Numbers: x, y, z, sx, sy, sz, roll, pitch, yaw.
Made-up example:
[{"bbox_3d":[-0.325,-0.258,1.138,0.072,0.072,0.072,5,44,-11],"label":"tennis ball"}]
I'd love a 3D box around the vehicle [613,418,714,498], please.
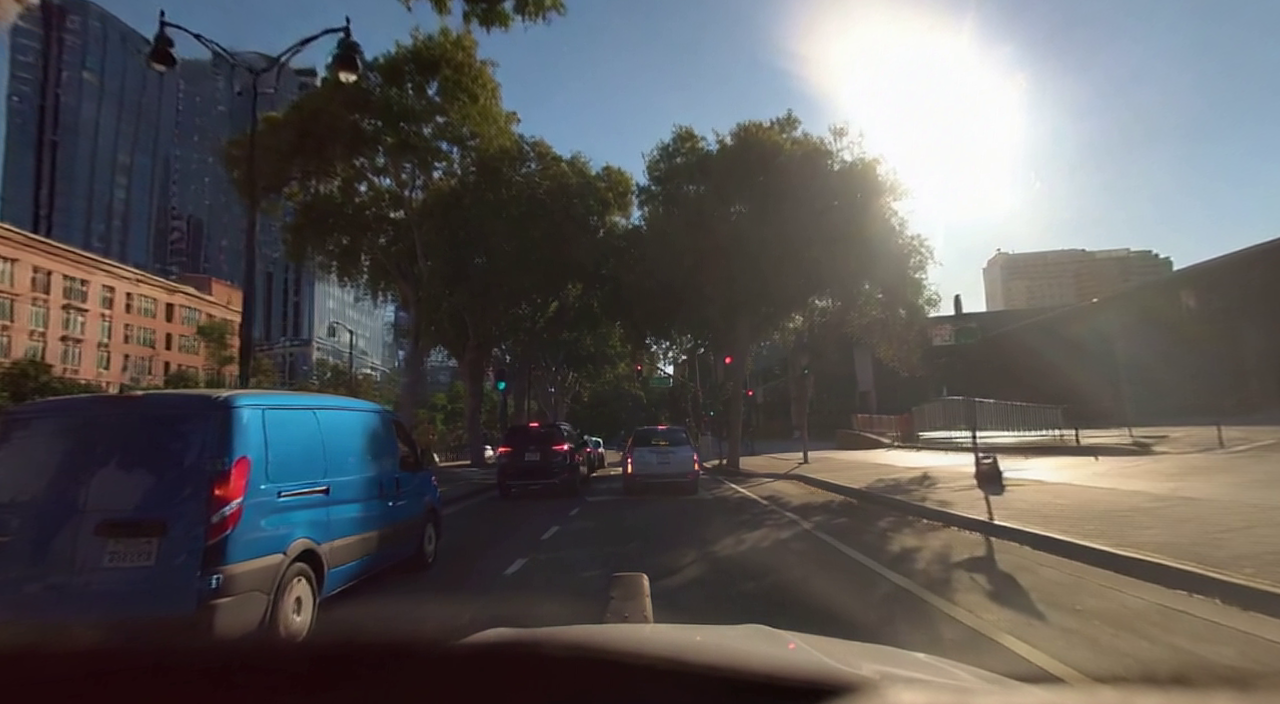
[{"bbox_3d":[0.555,2.622,15.890,2.205,1.727,3.917,0,-8,1],"label":"vehicle"}]

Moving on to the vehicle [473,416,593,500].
[{"bbox_3d":[-2.487,2.613,15.909,2.124,1.799,4.587,0,-8,1],"label":"vehicle"}]

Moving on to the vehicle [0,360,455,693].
[{"bbox_3d":[-3.090,1.170,5.250,1.940,1.722,3.823,0,-8,0],"label":"vehicle"}]
